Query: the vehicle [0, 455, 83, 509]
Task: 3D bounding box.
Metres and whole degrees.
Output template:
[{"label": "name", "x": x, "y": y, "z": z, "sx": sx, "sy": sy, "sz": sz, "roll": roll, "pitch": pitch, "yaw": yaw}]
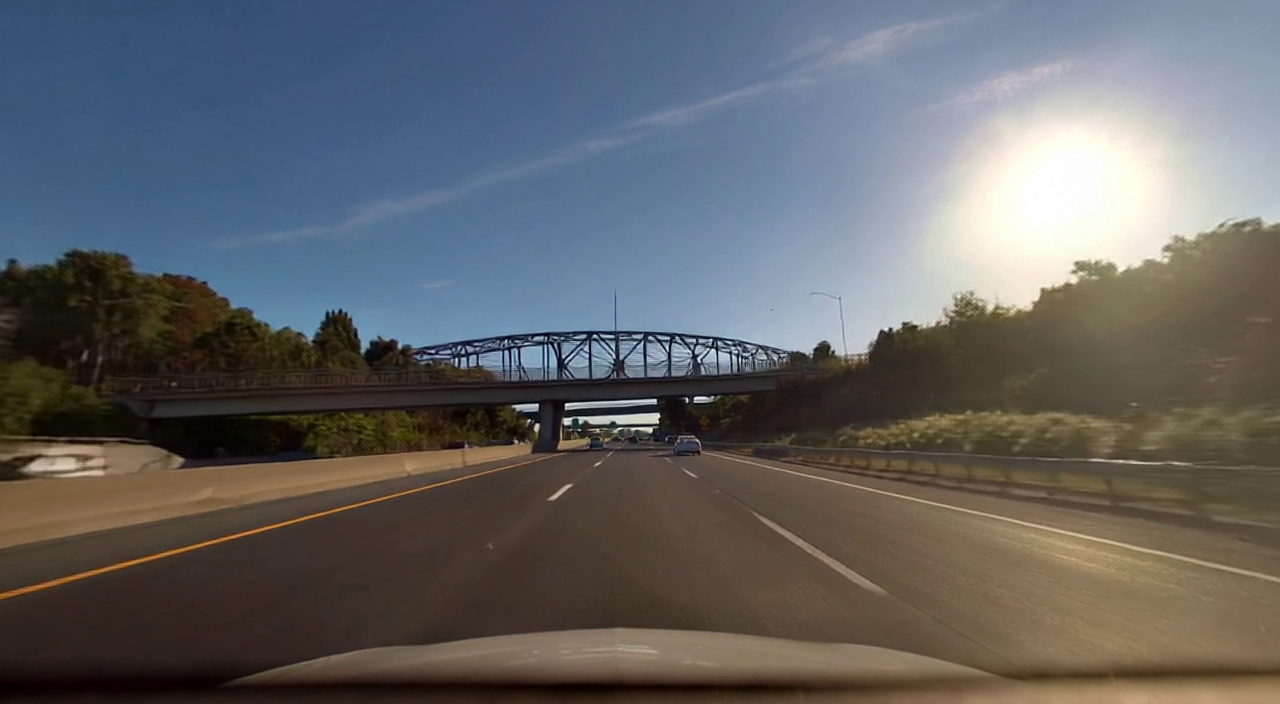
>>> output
[{"label": "vehicle", "x": -20.996, "y": 4.283, "z": 20.923, "sx": 1.749, "sy": 1.567, "sz": 3.519, "roll": 0, "pitch": -8, "yaw": -1}]
